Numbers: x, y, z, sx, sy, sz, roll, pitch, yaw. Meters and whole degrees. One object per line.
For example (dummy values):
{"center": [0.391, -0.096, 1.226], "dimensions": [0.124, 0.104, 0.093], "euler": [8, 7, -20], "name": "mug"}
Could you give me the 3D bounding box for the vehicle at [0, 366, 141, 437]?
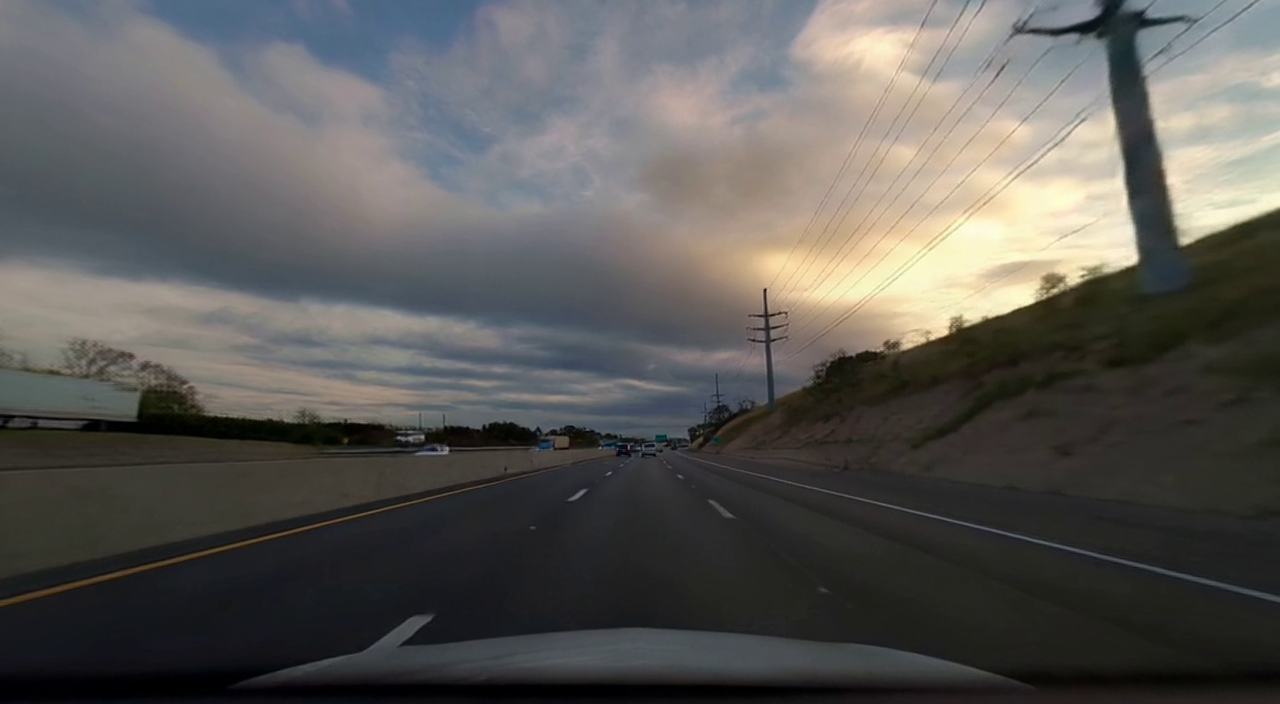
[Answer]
{"center": [-38.615, 3.211, 39.506], "dimensions": [2.782, 3.917, 14.022], "euler": [0, -9, 2], "name": "vehicle"}
